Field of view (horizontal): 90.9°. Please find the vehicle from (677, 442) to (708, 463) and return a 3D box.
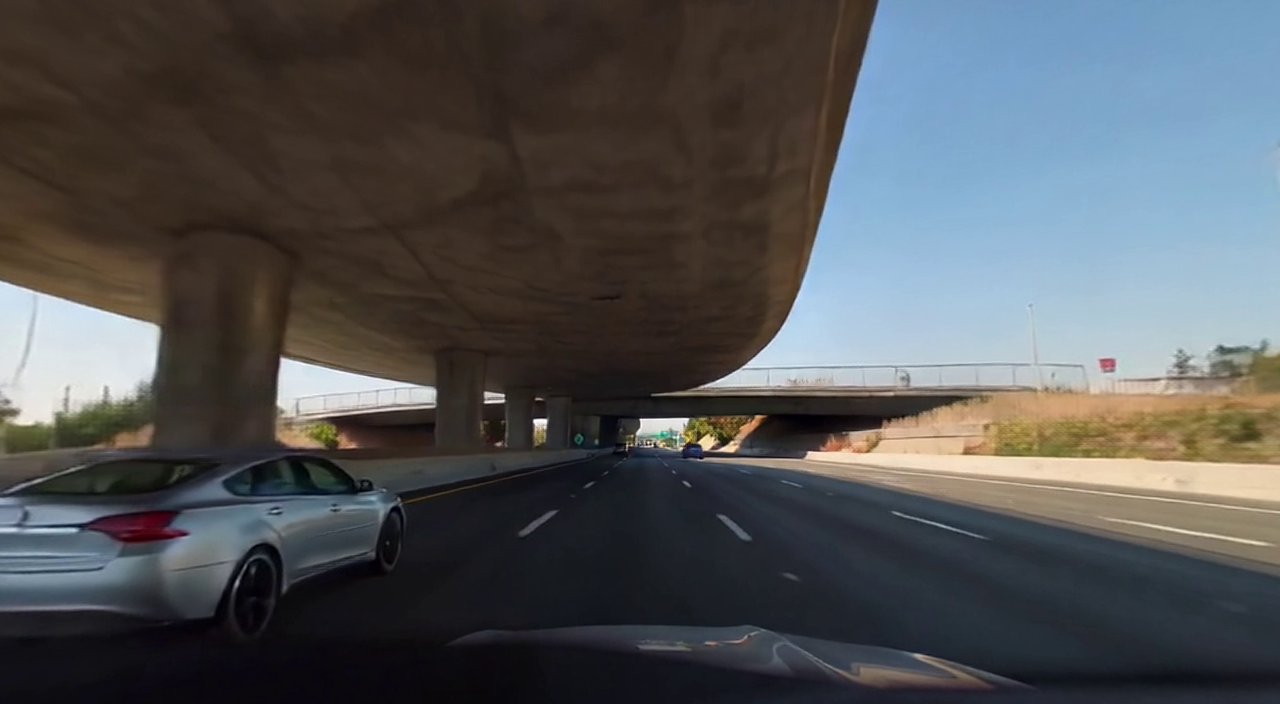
[{"bbox_3d":[3.991,7.686,48.605,1.949,1.515,4.374,0,-8,-1],"label":"vehicle"}]
